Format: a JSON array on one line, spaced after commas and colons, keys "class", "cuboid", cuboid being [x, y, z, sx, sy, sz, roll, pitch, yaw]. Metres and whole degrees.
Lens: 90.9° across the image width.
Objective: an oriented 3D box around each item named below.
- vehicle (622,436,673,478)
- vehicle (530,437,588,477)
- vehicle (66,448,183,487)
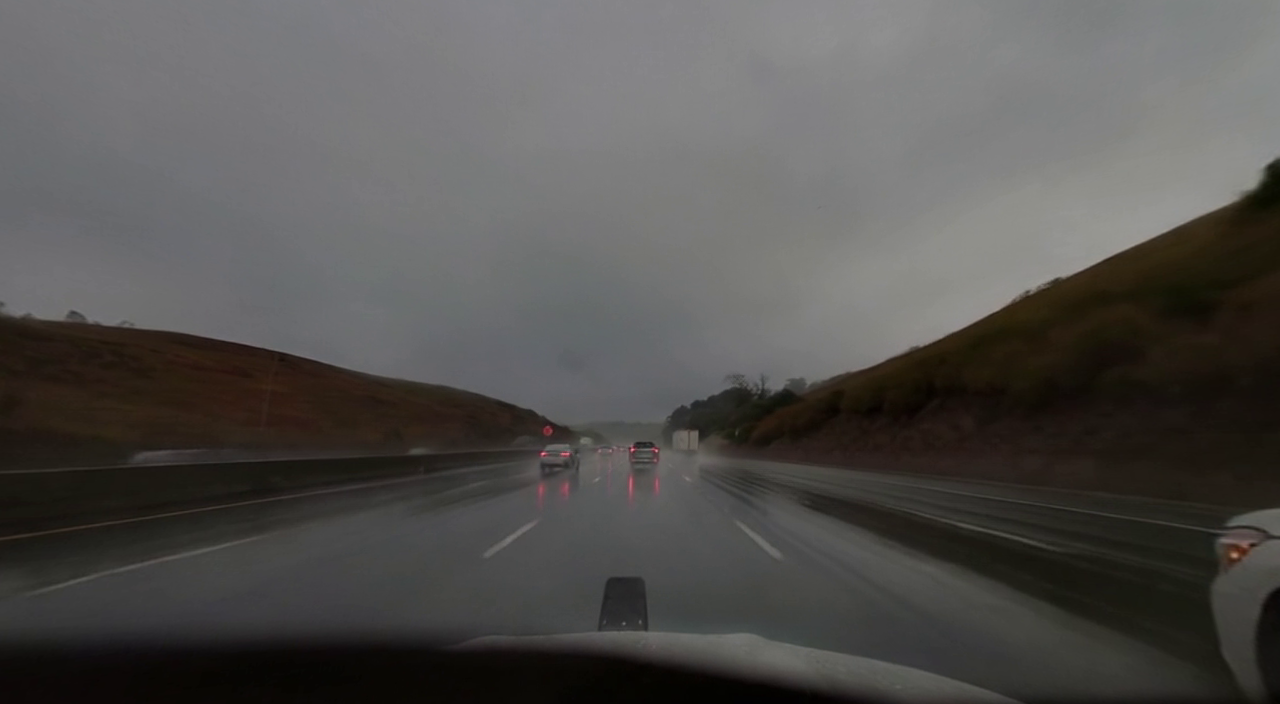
[{"class": "vehicle", "cuboid": [0.312, 4.599, 27.875, 2.086, 1.685, 4.206, 0, -8, 0]}, {"class": "vehicle", "cuboid": [-3.654, 4.831, 29.249, 2.076, 1.690, 4.113, 0, -8, 1]}, {"class": "vehicle", "cuboid": [-19.106, 4.263, 23.554, 1.520, 1.343, 3.294, 0, -9, 0]}]
